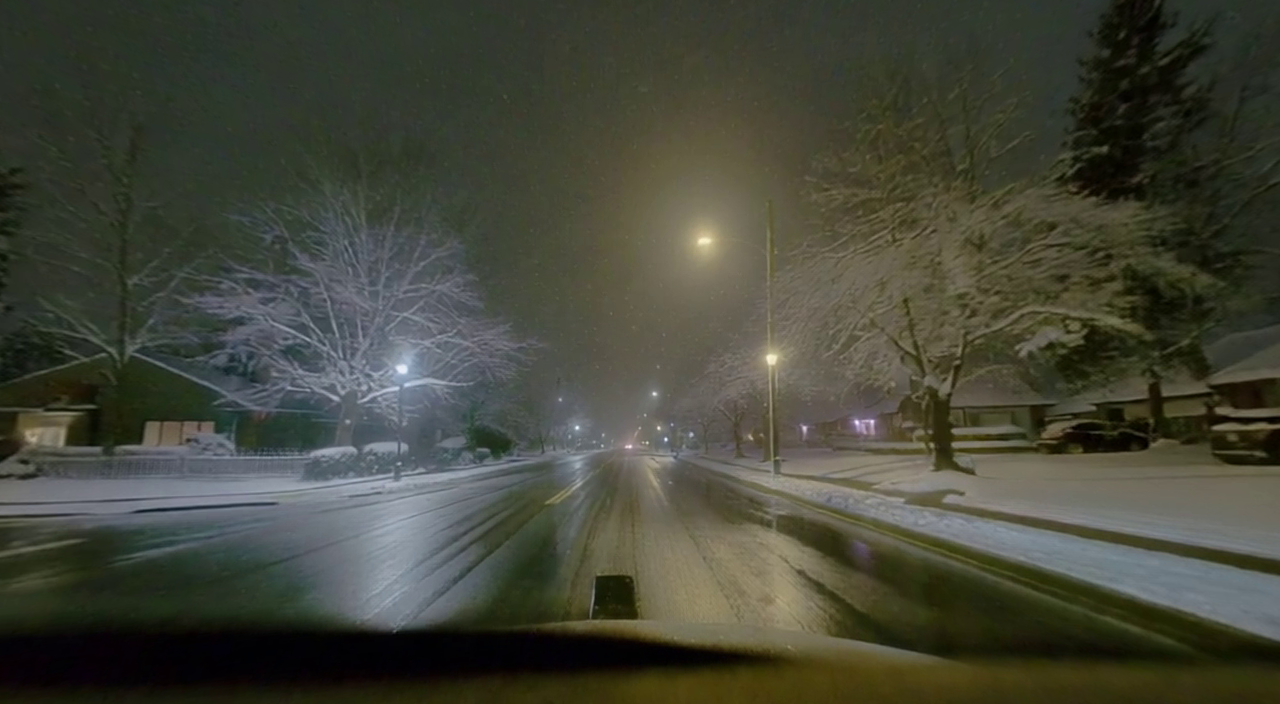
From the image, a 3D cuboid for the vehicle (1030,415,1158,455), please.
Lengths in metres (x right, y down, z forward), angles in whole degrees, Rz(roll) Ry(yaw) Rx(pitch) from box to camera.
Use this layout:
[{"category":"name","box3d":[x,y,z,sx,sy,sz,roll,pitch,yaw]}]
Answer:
[{"category":"vehicle","box3d":[18.849,3.481,26.306,3.730,1.604,2.027,0,-8,2]}]
